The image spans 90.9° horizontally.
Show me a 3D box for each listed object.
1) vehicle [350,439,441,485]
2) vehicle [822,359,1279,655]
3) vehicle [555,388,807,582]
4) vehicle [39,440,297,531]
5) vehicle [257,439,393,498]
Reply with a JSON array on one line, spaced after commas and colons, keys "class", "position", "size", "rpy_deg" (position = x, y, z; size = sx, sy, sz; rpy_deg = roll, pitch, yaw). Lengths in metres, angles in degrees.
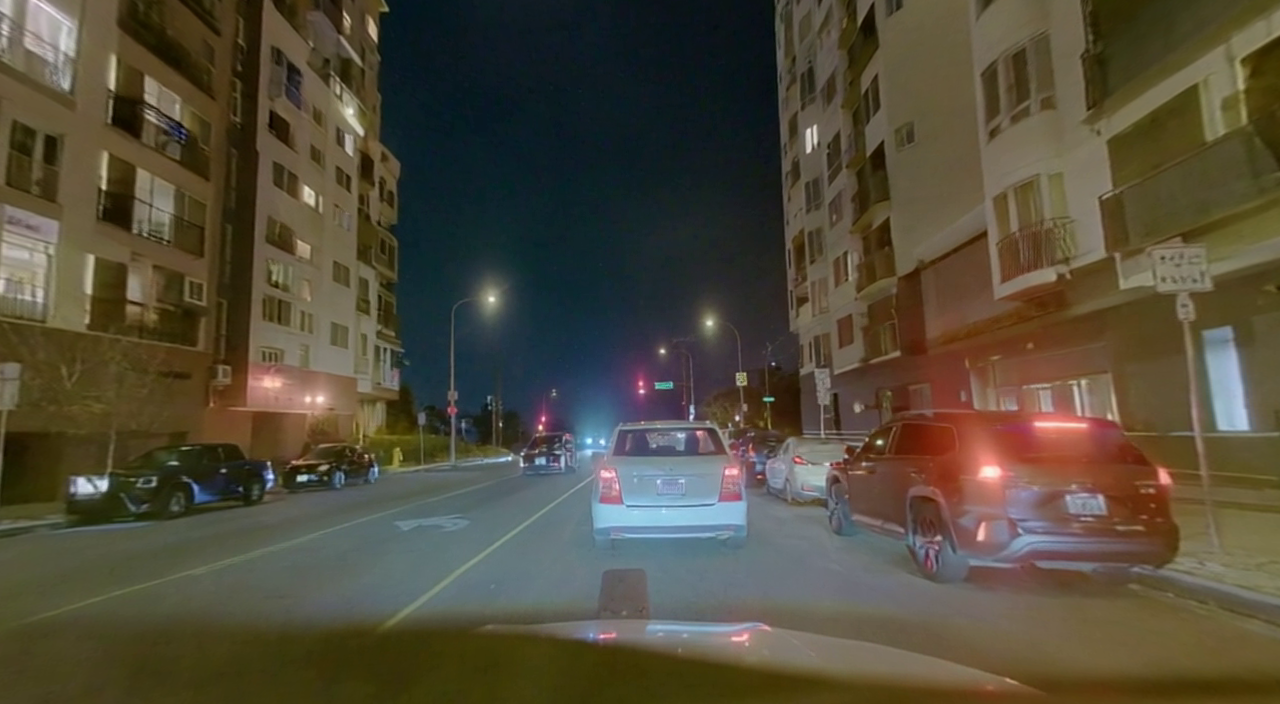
[{"class": "vehicle", "position": [-9.225, 4.156, 24.201], "size": [1.900, 1.577, 4.172], "rpy_deg": [0, -8, -2]}, {"class": "vehicle", "position": [3.585, 1.284, 6.264], "size": [2.158, 1.828, 4.573], "rpy_deg": [0, -8, 0]}, {"class": "vehicle", "position": [0.387, 1.501, 7.803], "size": [2.261, 1.740, 4.065], "rpy_deg": [0, -8, 1]}, {"class": "vehicle", "position": [-9.440, 2.655, 13.209], "size": [2.002, 1.546, 4.339], "rpy_deg": [0, -8, 1]}, {"class": "vehicle", "position": [-9.377, 3.471, 19.230], "size": [1.955, 1.555, 4.424], "rpy_deg": [0, -8, -2]}]
